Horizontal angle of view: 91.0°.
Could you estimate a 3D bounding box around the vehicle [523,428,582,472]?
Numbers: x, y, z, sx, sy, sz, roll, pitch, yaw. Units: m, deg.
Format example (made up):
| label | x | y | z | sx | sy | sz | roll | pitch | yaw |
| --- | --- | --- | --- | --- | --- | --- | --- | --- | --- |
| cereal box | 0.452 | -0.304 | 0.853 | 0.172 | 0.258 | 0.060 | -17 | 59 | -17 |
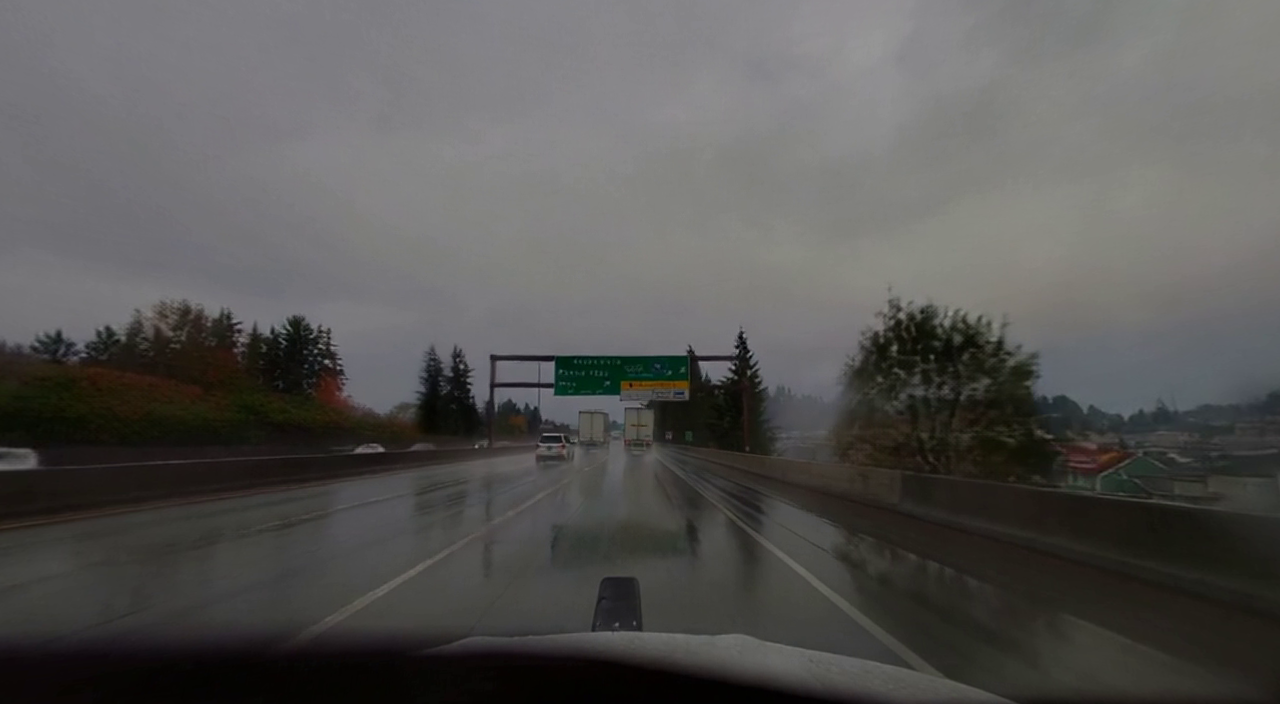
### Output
| label | x | y | z | sx | sy | sz | roll | pitch | yaw |
| --- | --- | --- | --- | --- | --- | --- | --- | --- | --- |
| vehicle | -3.991 | 4.545 | 29.469 | 2.127 | 1.839 | 4.984 | 0 | -8 | -1 |
